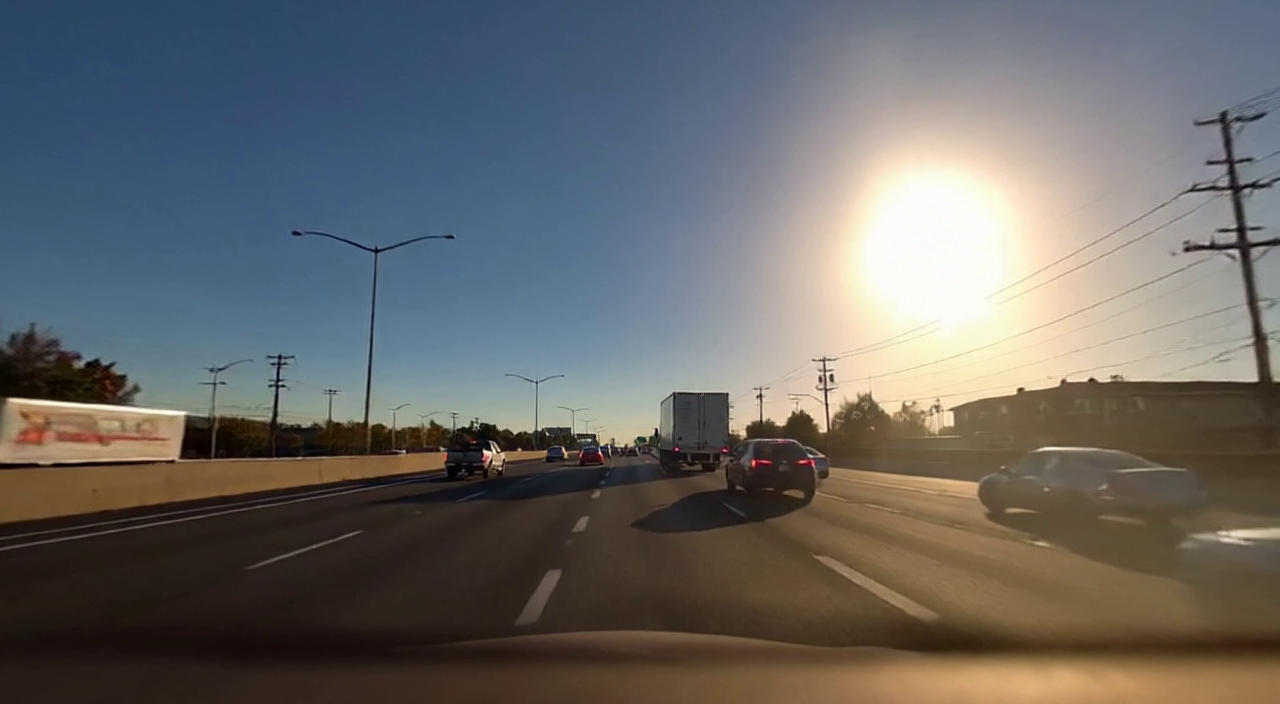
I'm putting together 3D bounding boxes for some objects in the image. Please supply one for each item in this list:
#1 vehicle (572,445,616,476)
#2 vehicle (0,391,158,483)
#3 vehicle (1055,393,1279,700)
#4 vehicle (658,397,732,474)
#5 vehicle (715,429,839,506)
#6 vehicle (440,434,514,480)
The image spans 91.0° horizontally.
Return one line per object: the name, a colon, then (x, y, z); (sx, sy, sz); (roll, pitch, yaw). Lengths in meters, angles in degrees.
vehicle: (-2.429, 5.845, 34.174); (2.060, 1.508, 4.308); (0, -9, 0)
vehicle: (-29.175, 4.142, 30.328); (3.018, 3.937, 11.431); (0, -9, -2)
vehicle: (4.394, 0.965, 2.880); (1.978, 1.607, 4.245); (1, -9, -2)
vehicle: (2.997, 5.161, 38.254); (3.045, 3.923, 11.834); (1, -9, -2)
vehicle: (3.521, 3.082, 17.282); (2.182, 1.782, 4.800); (1, -9, -2)
vehicle: (-7.089, 4.629, 27.933); (2.147, 1.825, 4.602); (0, -9, -1)
